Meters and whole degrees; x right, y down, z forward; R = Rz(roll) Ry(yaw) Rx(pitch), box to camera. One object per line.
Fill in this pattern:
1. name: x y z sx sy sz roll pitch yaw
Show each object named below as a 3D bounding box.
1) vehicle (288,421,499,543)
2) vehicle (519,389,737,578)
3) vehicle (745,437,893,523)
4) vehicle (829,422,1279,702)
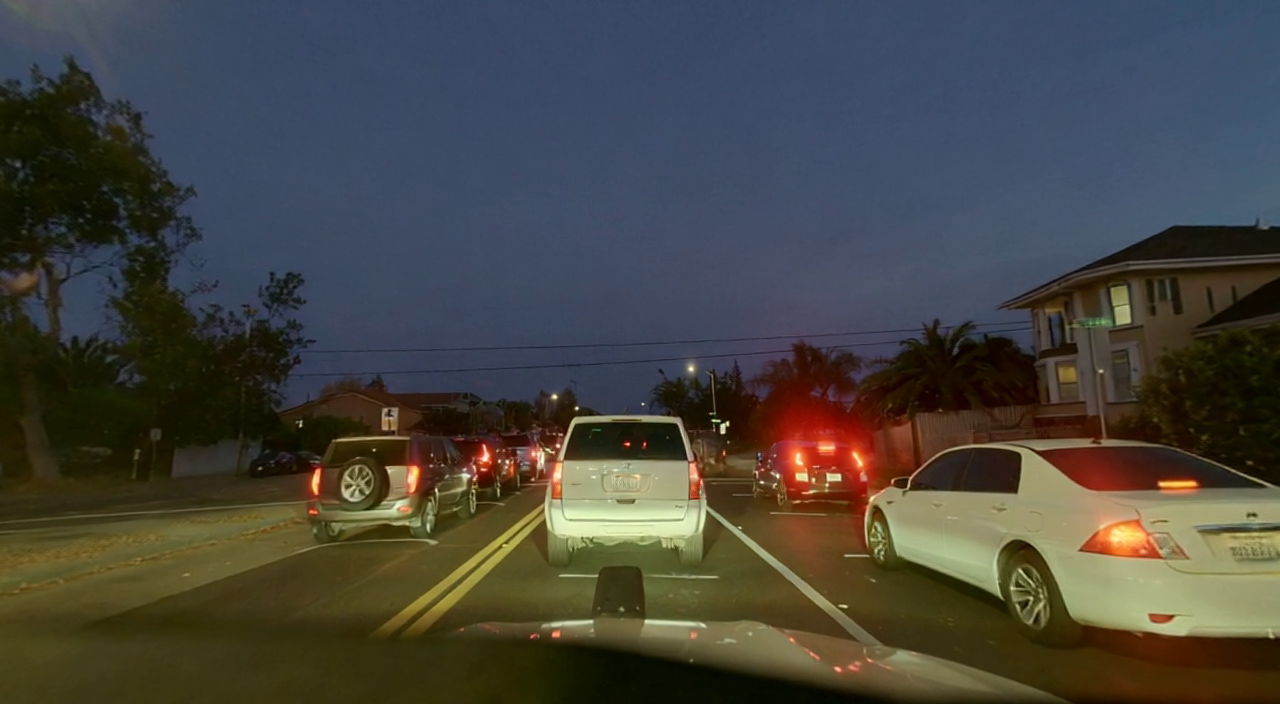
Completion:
1. vehicle: -3.726 2.024 10.514 1.864 1.576 4.324 0 -8 -2
2. vehicle: -0.212 1.614 8.511 2.164 1.867 4.254 0 -8 -3
3. vehicle: 3.466 2.527 13.067 1.880 1.476 3.932 0 -8 0
4. vehicle: 3.469 1.467 5.768 1.977 1.480 4.589 0 -8 -1
